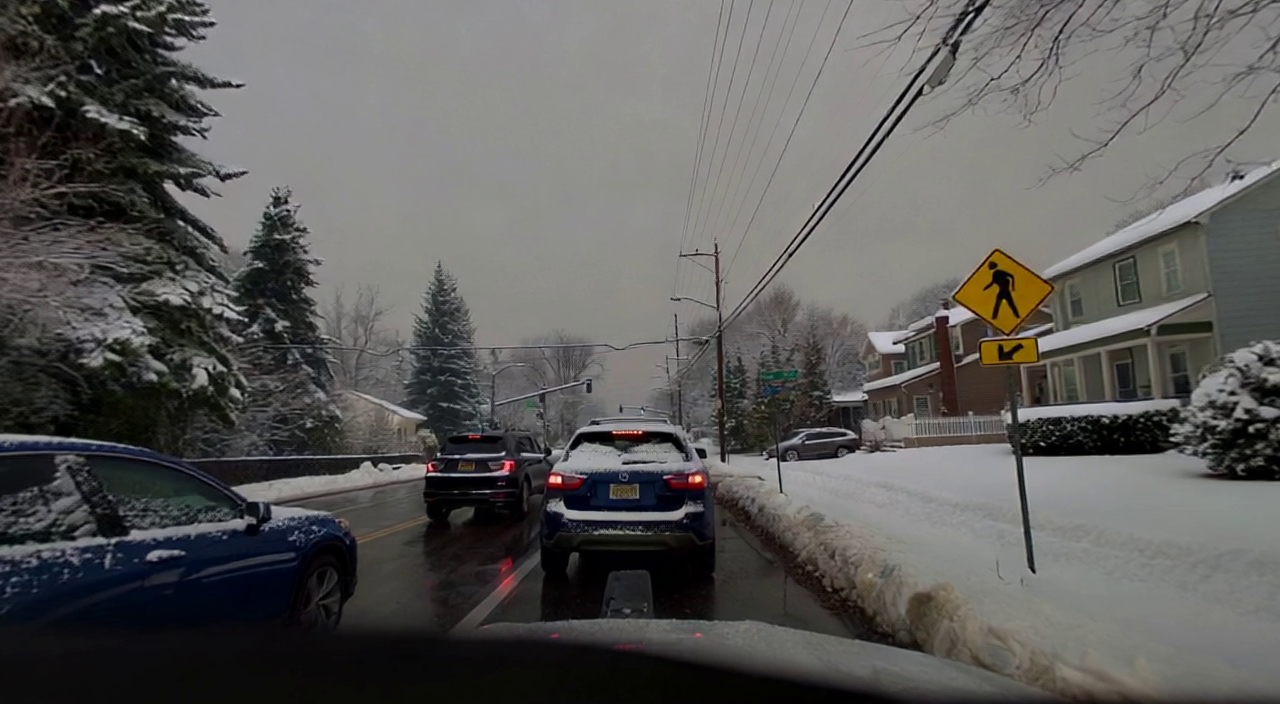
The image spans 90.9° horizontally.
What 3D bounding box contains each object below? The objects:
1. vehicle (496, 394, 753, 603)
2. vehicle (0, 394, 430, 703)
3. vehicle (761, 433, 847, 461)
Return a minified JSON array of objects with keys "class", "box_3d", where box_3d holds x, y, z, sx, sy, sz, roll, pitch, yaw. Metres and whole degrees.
[{"class":"vehicle","box_3d":[-0.133,1.509,7.254,2.120,1.718,3.909,0,-9,0]},{"class":"vehicle","box_3d":[-2.865,1.054,3.089,1.968,1.472,4.685,0,-9,1]},{"class":"vehicle","box_3d":[9.307,5.445,35.999,4.456,1.504,1.914,-1,-9,5]}]
